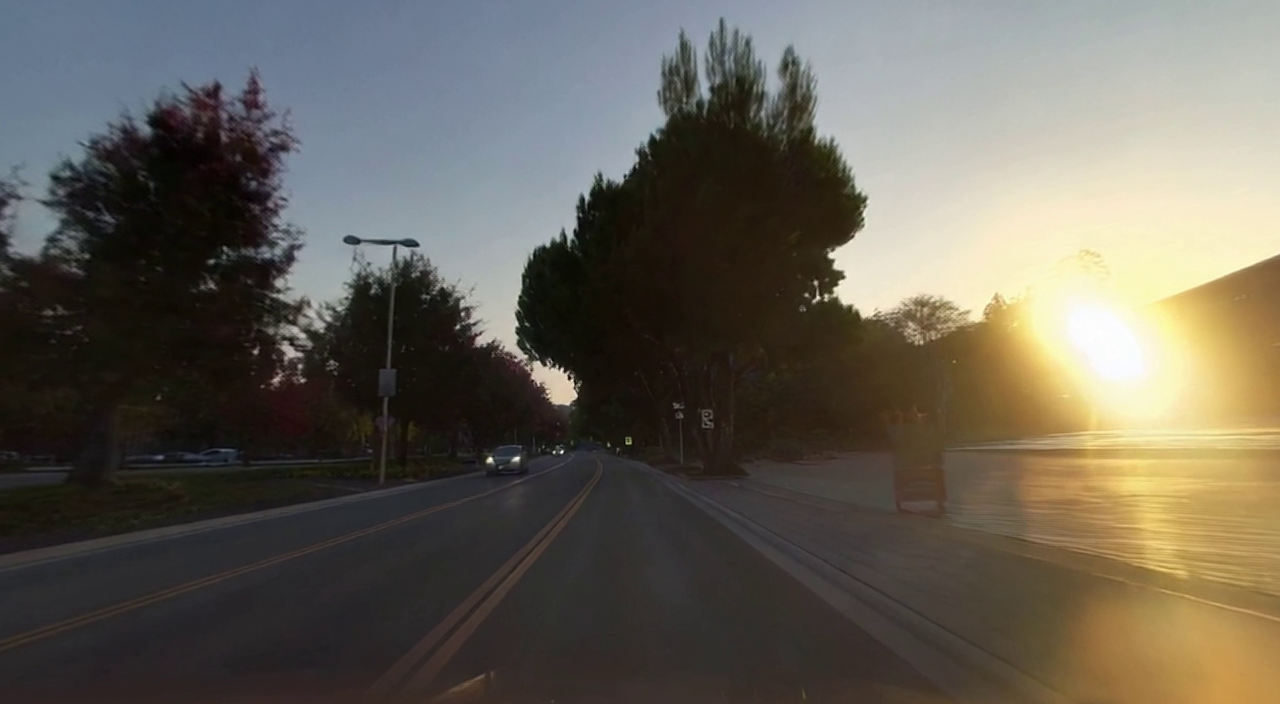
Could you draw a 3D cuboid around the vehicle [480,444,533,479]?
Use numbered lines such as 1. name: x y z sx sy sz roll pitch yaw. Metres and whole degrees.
1. vehicle: -6.989 5.767 33.243 2.017 1.725 4.115 0 -9 -2
